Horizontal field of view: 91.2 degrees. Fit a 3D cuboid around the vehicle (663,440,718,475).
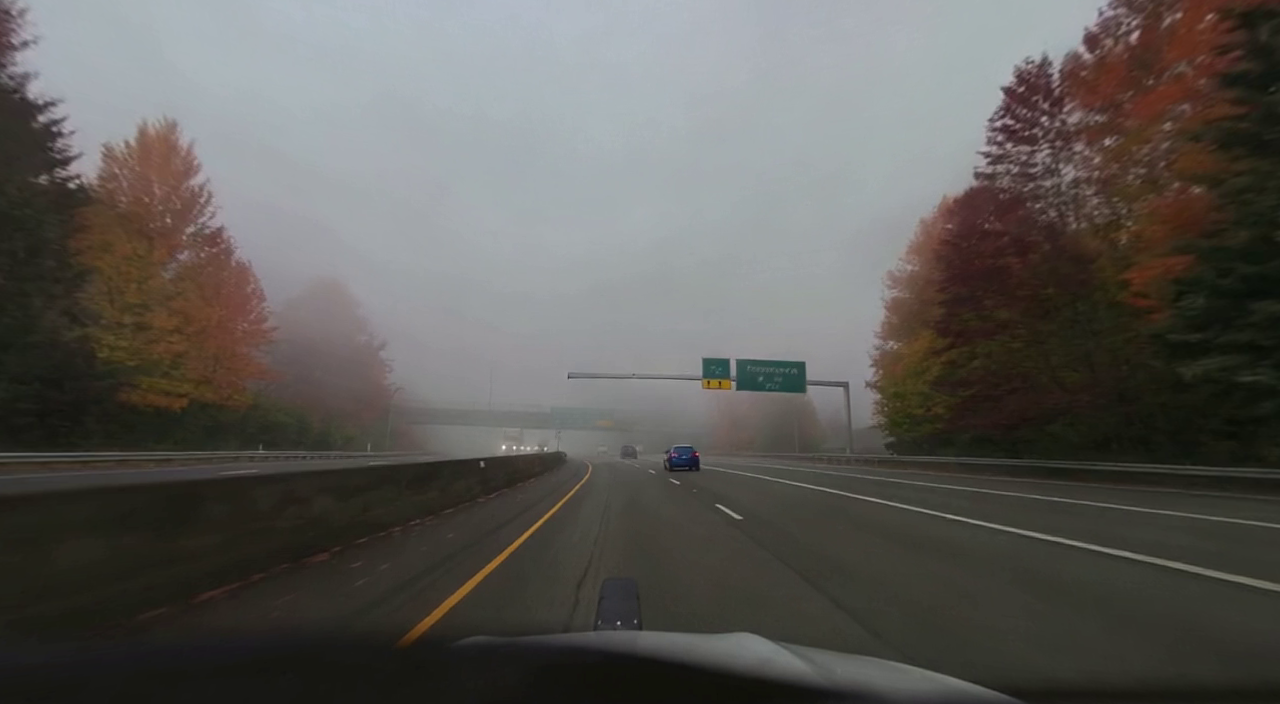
[{"bbox_3d":[2.491,5.371,31.967,2.337,1.633,4.222,0,-9,-1],"label":"vehicle"}]
